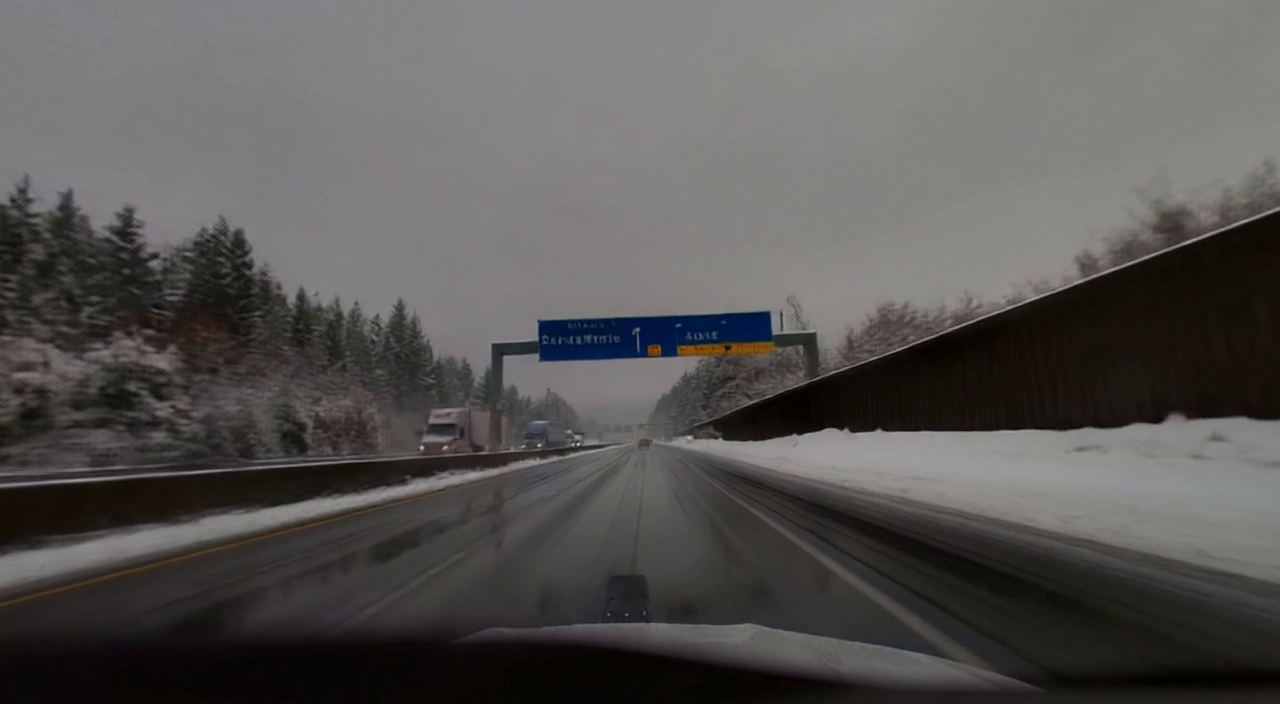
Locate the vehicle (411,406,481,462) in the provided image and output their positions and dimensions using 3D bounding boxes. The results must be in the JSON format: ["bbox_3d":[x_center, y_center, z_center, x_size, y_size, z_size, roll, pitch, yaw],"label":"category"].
[{"bbox_3d":[-14.986,6.454,49.290,3.079,4.002,7.219,0,-8,0],"label":"vehicle"}]

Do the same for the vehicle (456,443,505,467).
[{"bbox_3d":[-10.400,6.741,41.364,1.897,1.452,4.508,0,-8,1],"label":"vehicle"}]

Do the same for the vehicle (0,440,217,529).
[{"bbox_3d":[-10.834,2.530,12.689,1.816,1.494,3.931,0,-8,0],"label":"vehicle"}]
